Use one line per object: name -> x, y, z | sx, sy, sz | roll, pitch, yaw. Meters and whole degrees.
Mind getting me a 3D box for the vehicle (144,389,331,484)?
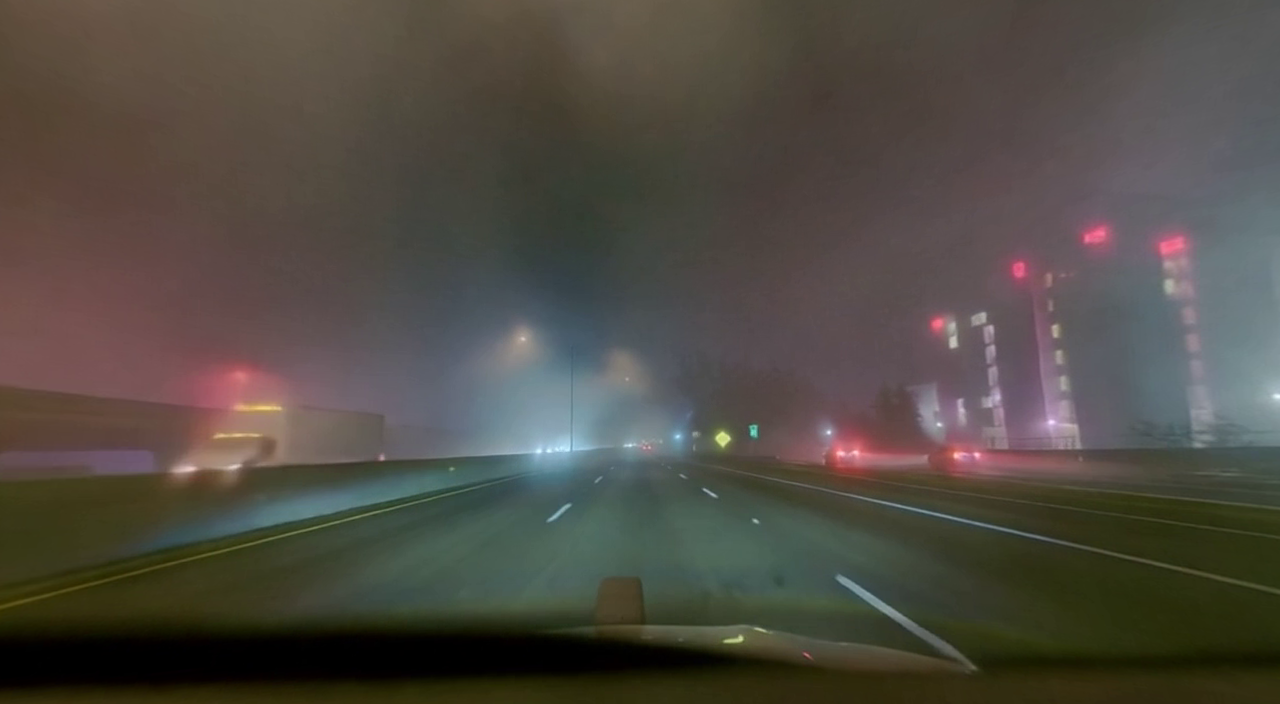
vehicle -> -17.848, 3.912, 28.996 | 3.120, 3.701, 8.247 | 0, -9, -1
